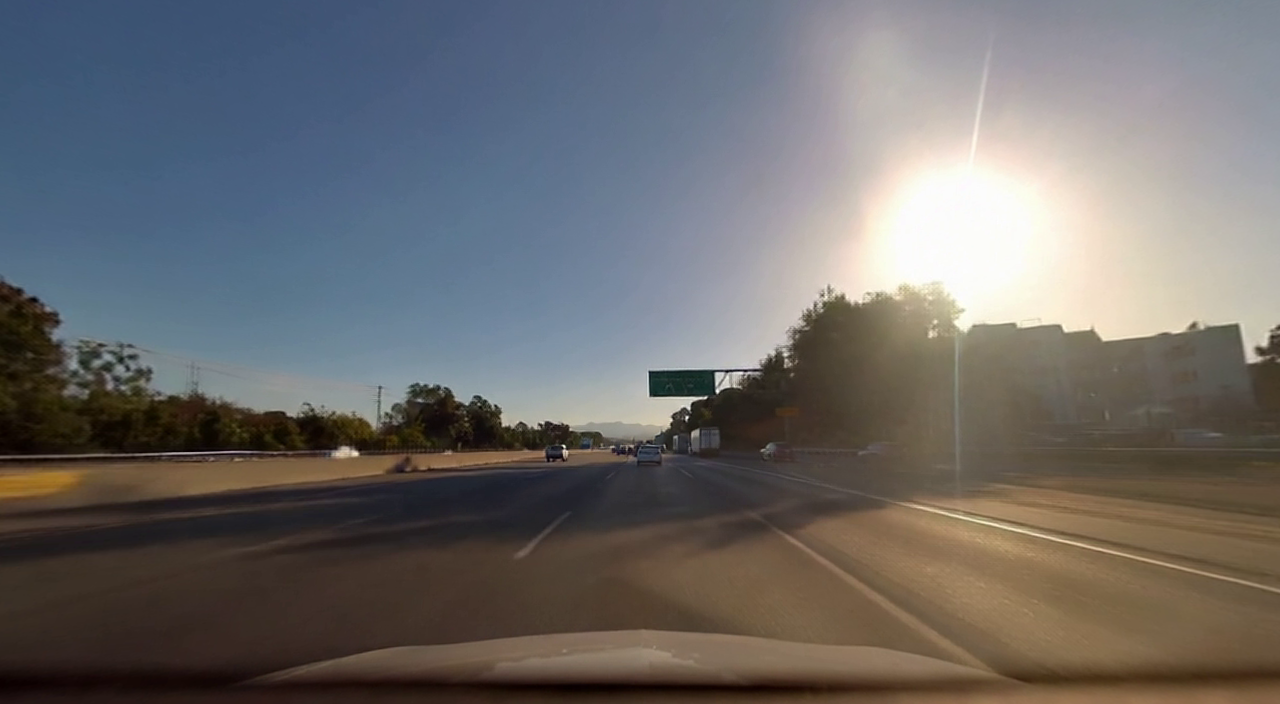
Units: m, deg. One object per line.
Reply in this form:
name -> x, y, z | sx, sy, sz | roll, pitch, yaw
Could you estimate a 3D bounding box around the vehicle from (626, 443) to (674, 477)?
vehicle -> 0.413, 5.057, 29.917 | 2.112, 1.482, 4.082 | 0, -8, 0
